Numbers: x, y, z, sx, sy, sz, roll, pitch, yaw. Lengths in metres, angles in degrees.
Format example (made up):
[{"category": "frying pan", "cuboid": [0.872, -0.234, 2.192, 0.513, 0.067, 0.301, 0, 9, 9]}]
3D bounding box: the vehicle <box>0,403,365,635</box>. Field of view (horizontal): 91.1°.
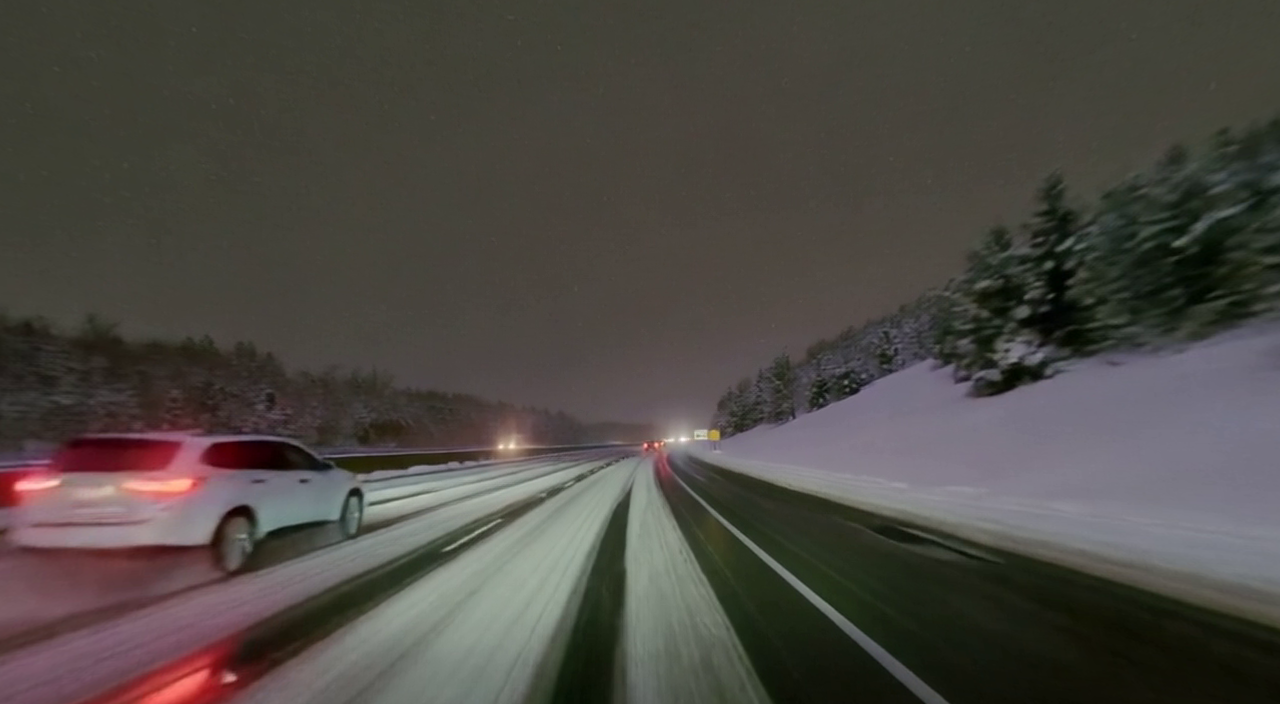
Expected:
[{"category": "vehicle", "cuboid": [-4.873, 1.474, 6.520, 1.961, 1.540, 4.487, 0, -9, 1]}]
